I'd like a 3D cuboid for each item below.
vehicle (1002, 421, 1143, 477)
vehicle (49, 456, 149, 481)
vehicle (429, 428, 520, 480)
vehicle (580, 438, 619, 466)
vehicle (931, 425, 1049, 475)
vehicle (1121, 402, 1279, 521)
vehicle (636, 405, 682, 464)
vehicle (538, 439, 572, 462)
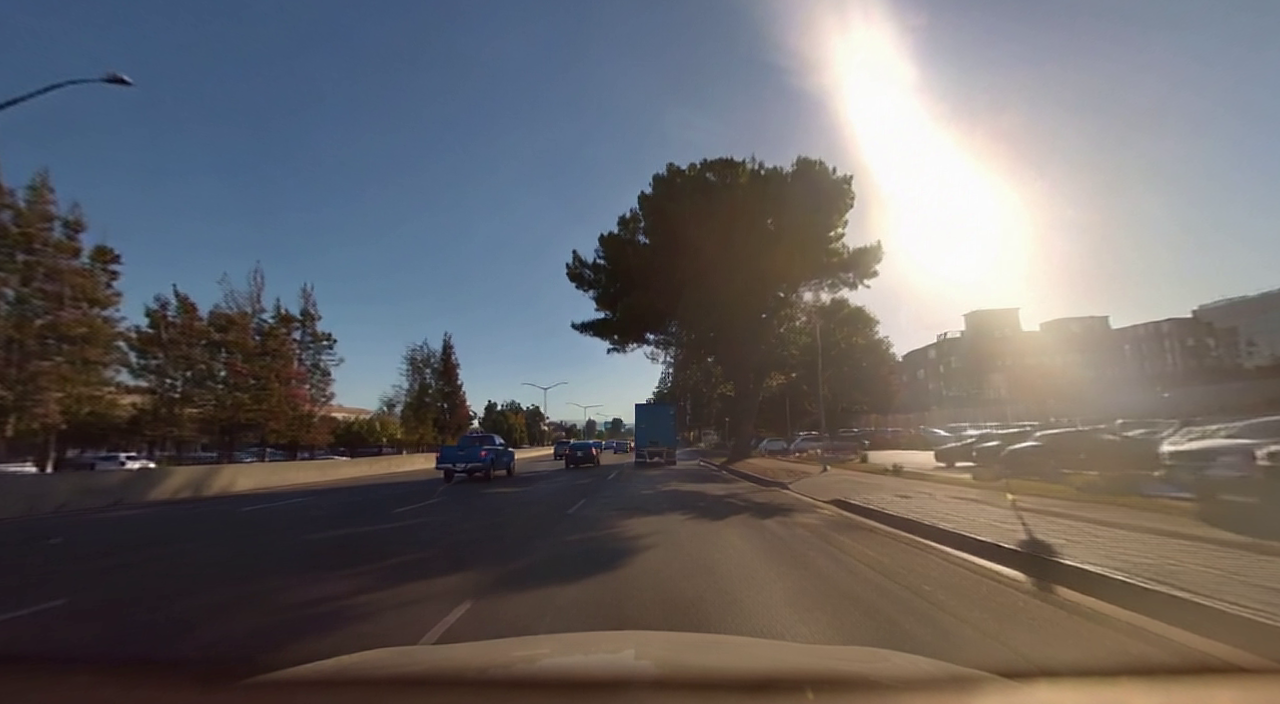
[{"bbox_3d":[15.178,3.433,22.473,1.995,1.785,4.343,0,-8,1],"label":"vehicle"},{"bbox_3d":[-33.673,7.233,39.306,4.409,1.480,2.092,-1,-8,3],"label":"vehicle"},{"bbox_3d":[-6.573,4.129,25.725,2.149,1.893,5.187,0,-8,2],"label":"vehicle"},{"bbox_3d":[-2.566,6.516,41.182,2.114,1.663,4.381,0,-8,2],"label":"vehicle"},{"bbox_3d":[12.563,3.566,23.018,1.880,1.642,4.523,-1,-8,3],"label":"vehicle"},{"bbox_3d":[10.393,1.640,9.702,4.335,1.618,1.973,0,-9,-1],"label":"vehicle"},{"bbox_3d":[1.225,5.798,43.698,2.905,3.644,8.441,0,-8,1],"label":"vehicle"},{"bbox_3d":[-6.346,7.426,47.481,1.908,1.616,4.089,0,-8,2],"label":"vehicle"}]
